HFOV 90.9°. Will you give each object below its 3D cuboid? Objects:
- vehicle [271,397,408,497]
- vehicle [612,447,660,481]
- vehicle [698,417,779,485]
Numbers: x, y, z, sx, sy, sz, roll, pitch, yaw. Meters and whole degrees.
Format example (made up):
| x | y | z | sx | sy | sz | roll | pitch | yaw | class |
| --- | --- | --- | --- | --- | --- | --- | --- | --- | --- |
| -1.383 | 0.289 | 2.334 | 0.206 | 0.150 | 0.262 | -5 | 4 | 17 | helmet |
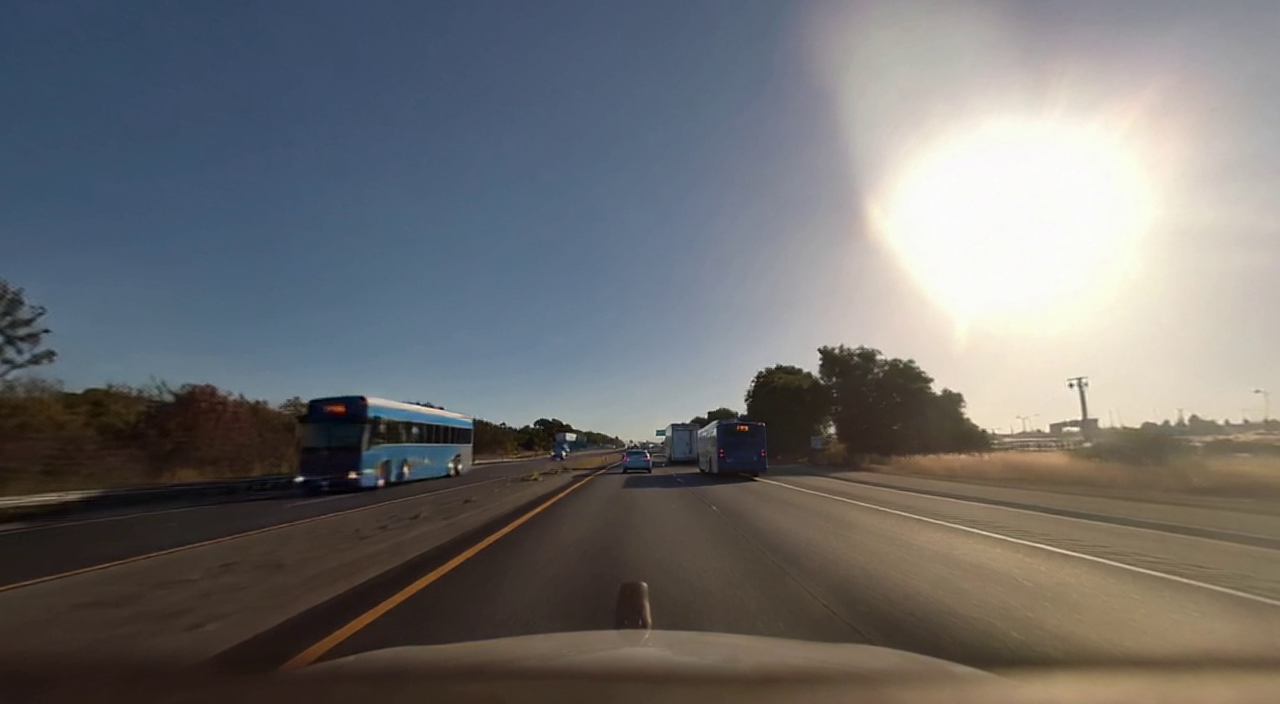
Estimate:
| x | y | z | sx | sy | sz | roll | pitch | yaw | class |
| --- | --- | --- | --- | --- | --- | --- | --- | --- | --- |
| -13.409 | 4.350 | 28.892 | 3.007 | 4.034 | 6.288 | 0 | -9 | 0 | vehicle |
| -0.194 | 5.026 | 28.516 | 2.004 | 1.449 | 3.817 | 0 | -9 | -1 | vehicle |
| 4.060 | 4.263 | 27.186 | 2.440 | 2.555 | 5.957 | 0 | -9 | -1 | vehicle |
